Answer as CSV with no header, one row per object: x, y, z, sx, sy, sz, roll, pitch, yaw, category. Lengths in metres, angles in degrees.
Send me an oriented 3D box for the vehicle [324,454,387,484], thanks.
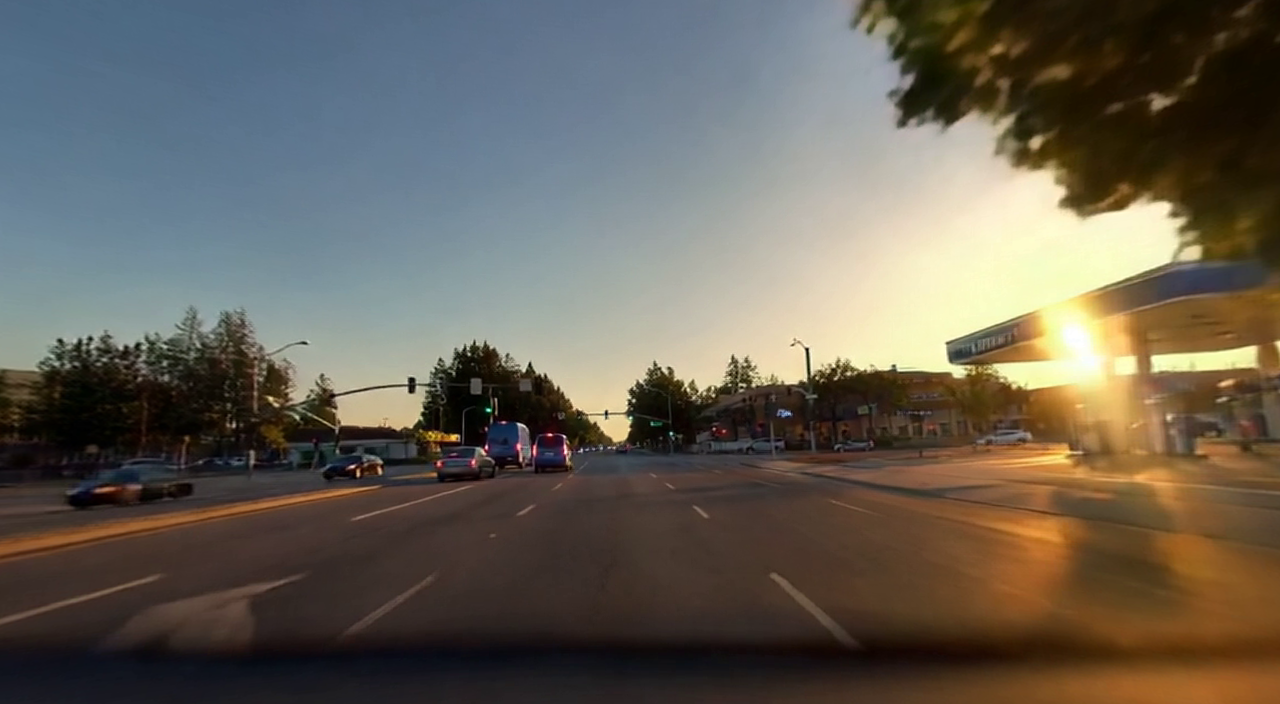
-17.042,6.985,38.045,2.045,1.621,4.220,0,-9,-4,vehicle

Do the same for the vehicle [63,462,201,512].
-19.941,5.270,25.116,1.930,1.659,4.364,0,-9,-2,vehicle

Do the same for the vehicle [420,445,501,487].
-7.031,4.504,25.314,1.993,1.490,4.768,0,-9,-2,vehicle

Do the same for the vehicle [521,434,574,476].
-4.734,5.390,33.279,2.206,2.007,5.190,0,-9,-2,vehicle

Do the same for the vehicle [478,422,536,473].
-7.649,5.579,36.942,2.405,2.696,5.561,0,-9,-3,vehicle
